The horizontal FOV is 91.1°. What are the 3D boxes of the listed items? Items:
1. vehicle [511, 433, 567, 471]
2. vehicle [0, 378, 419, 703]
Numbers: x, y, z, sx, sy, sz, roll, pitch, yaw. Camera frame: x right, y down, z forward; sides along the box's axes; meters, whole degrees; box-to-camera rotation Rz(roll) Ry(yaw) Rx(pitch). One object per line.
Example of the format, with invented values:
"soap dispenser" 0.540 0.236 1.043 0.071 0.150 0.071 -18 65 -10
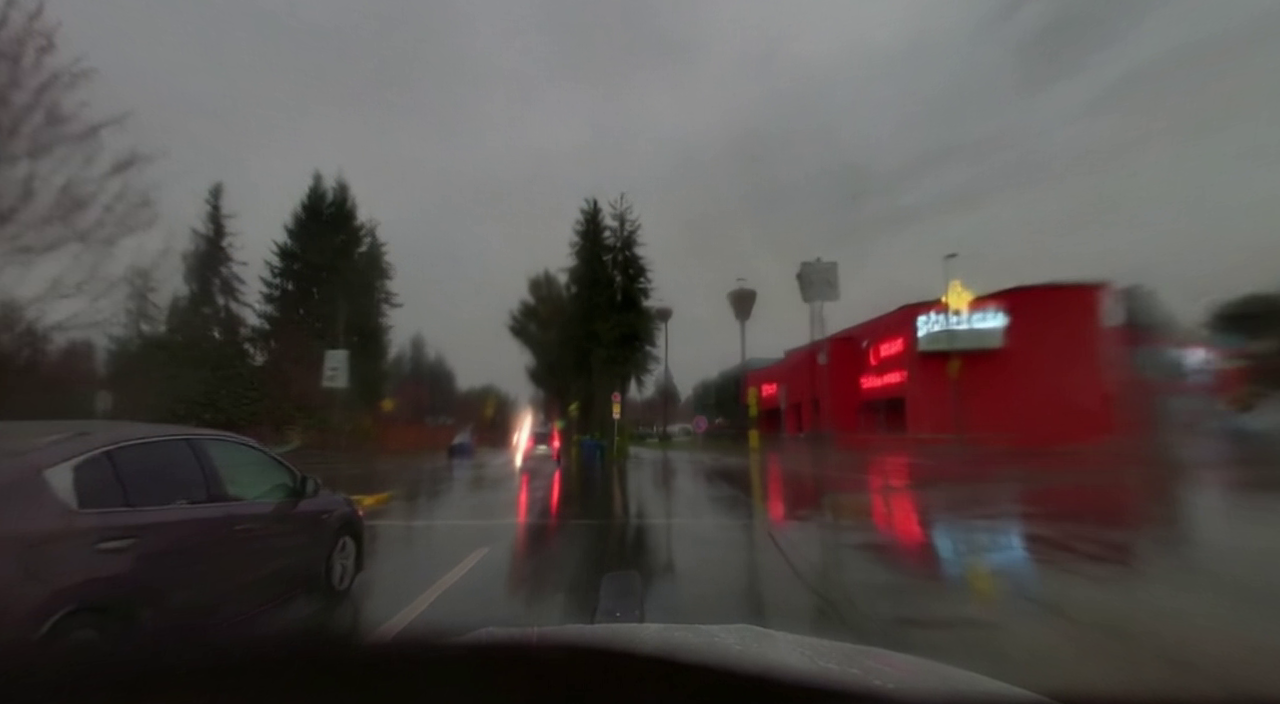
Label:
"vehicle" -4.129 4.144 26.325 1.962 1.424 4.289 1 -8 -5
"vehicle" -3.025 1.047 3.685 1.853 1.478 4.381 0 -8 0
